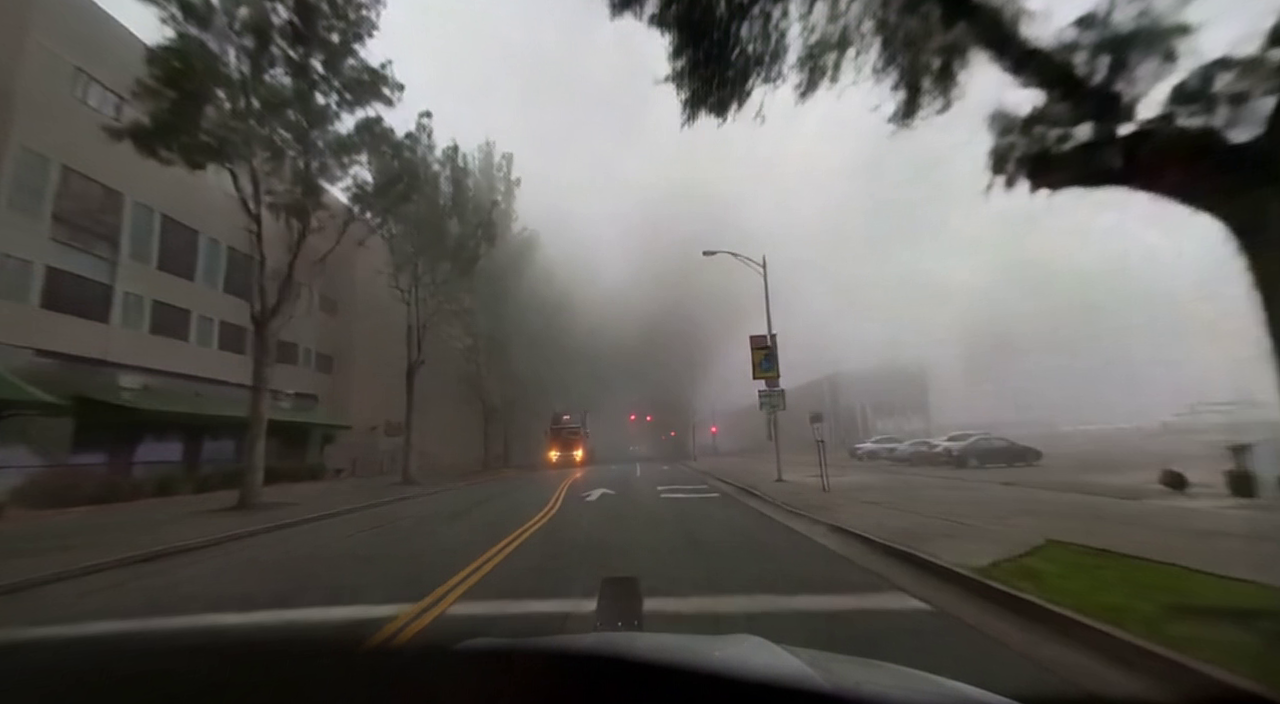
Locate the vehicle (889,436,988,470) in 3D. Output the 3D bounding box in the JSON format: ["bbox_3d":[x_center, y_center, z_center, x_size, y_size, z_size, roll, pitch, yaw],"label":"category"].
[{"bbox_3d":[15.250,5.168,32.248,4.061,1.590,1.862,-1,-8,-1],"label":"vehicle"}]
